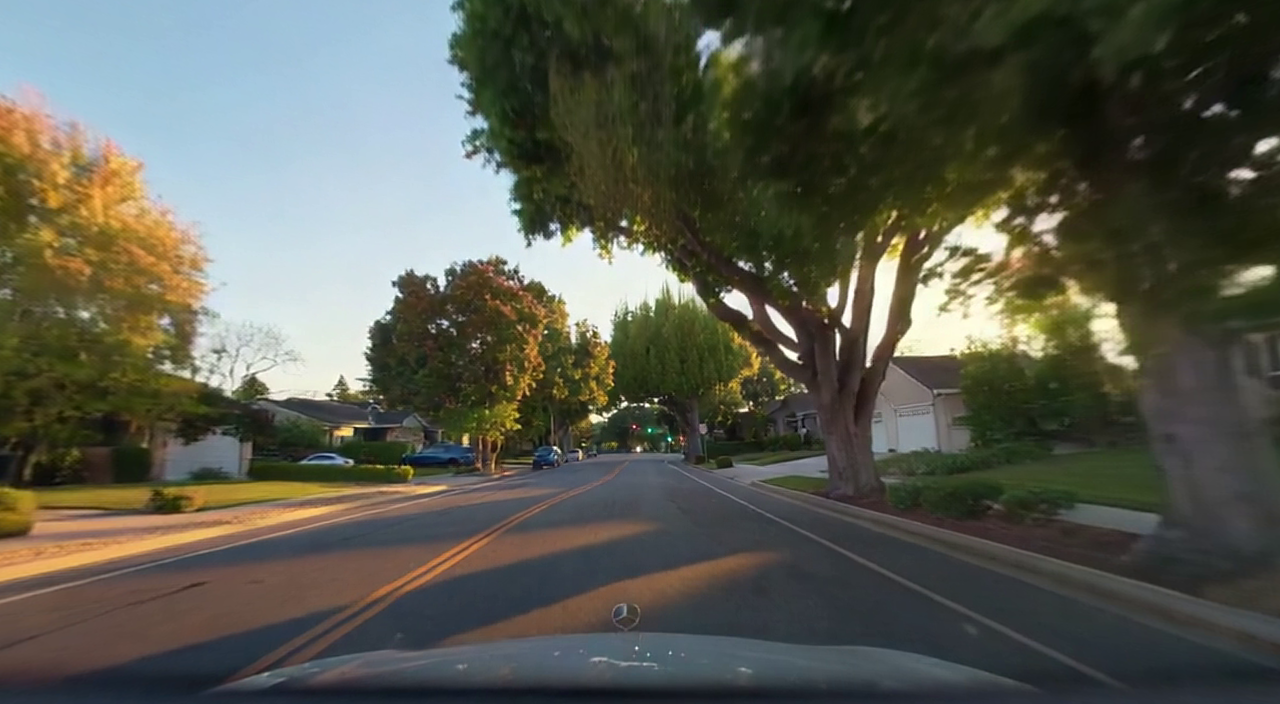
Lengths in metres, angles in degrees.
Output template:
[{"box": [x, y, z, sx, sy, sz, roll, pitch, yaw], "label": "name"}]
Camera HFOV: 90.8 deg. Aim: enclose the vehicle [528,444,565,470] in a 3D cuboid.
[{"box": [-7.184, 8.098, 48.930, 2.209, 1.807, 4.432, -1, -9, -1], "label": "vehicle"}]
